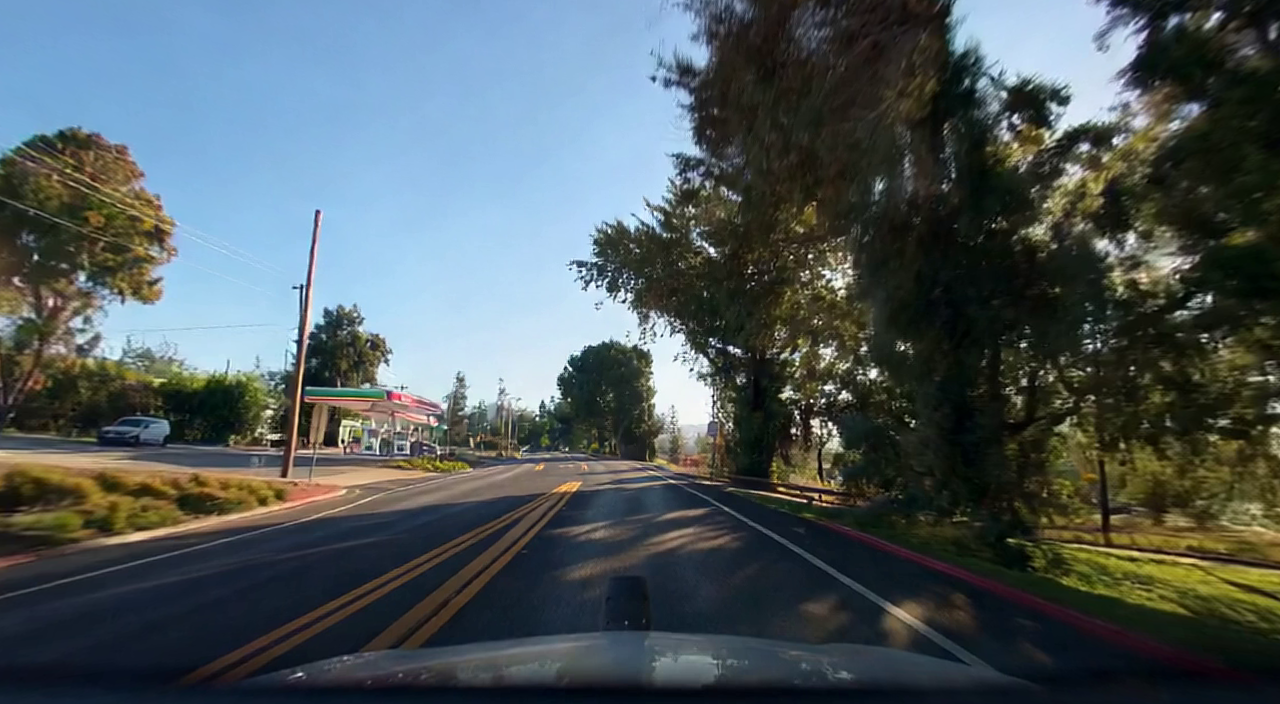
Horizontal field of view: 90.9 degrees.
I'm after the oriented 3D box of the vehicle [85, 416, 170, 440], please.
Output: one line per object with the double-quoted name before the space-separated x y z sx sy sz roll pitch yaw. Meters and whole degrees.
"vehicle" -34.830 5.183 42.907 4.399 1.566 1.882 -2 -9 9
